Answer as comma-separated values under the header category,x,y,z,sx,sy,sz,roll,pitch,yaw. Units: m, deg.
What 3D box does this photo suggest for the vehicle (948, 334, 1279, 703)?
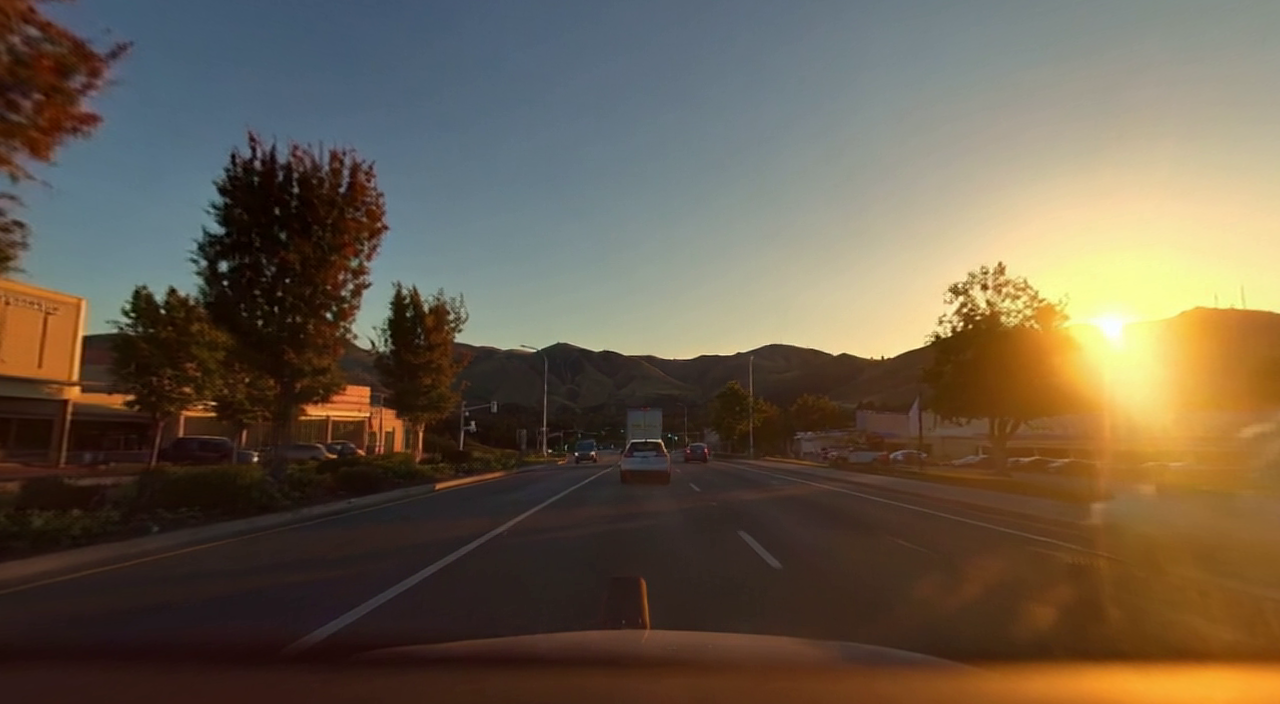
category,x,y,z,sx,sy,sz,roll,pitch,yaw
vehicle,3.266,0.796,2.252,2.010,1.692,4.516,0,-8,0

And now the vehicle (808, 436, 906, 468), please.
category,x,y,z,sx,sy,sz,roll,pitch,yaw
vehicle,12.378,5.730,36.067,4.887,1.734,2.014,0,-8,2

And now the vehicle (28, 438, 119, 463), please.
category,x,y,z,sx,sy,sz,roll,pitch,yaw
vehicle,-35.649,6.198,39.616,3.714,1.510,1.917,4,-9,-24

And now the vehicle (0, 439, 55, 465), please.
category,x,y,z,sx,sy,sz,roll,pitch,yaw
vehicle,-36.506,5.730,36.136,3.640,1.447,1.788,4,-9,-27

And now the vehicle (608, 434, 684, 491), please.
category,x,y,z,sx,sy,sz,roll,pitch,yaw
vehicle,0.179,3.511,20.313,2.193,1.651,3.946,0,-8,0

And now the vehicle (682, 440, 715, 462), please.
category,x,y,z,sx,sy,sz,roll,pitch,yaw
vehicle,4.496,7.693,48.866,2.088,1.655,4.360,0,-8,0
